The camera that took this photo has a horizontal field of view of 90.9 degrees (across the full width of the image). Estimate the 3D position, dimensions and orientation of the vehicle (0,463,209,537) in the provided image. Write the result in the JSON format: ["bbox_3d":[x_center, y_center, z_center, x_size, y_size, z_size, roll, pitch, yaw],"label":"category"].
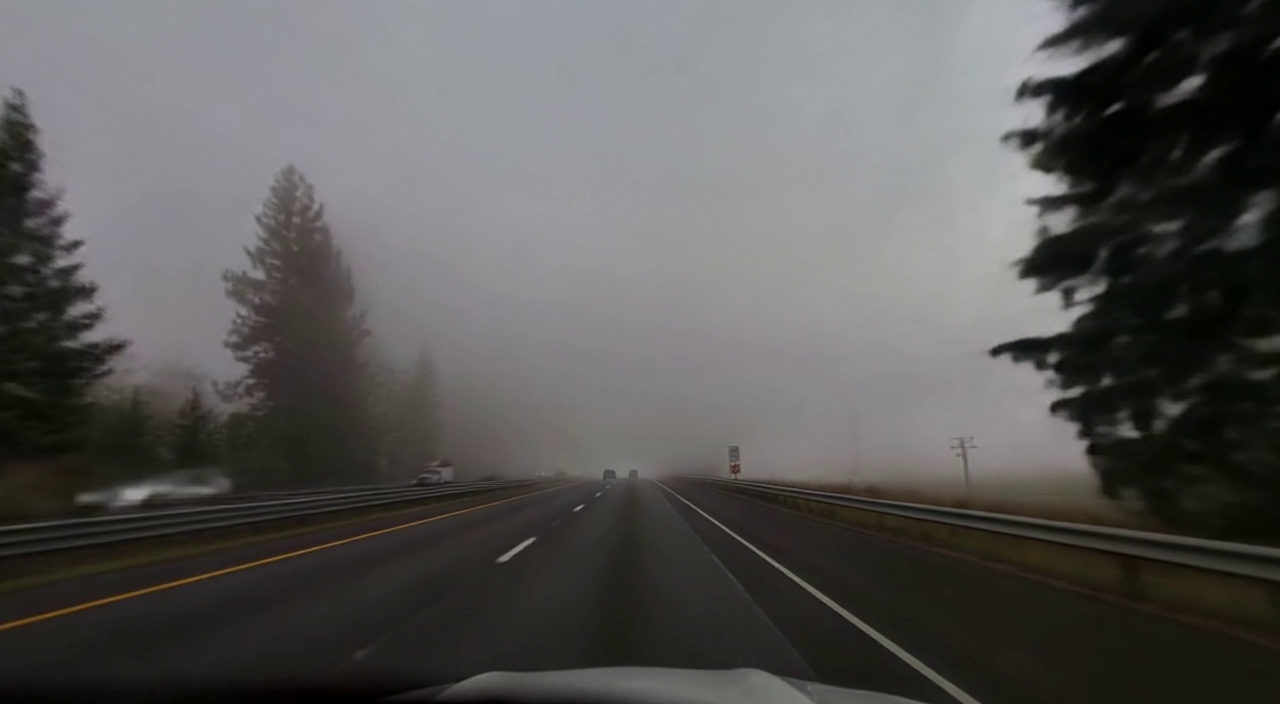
[{"bbox_3d":[-13.182,3.584,15.682,1.868,1.526,4.154,1,-11,0],"label":"vehicle"}]
